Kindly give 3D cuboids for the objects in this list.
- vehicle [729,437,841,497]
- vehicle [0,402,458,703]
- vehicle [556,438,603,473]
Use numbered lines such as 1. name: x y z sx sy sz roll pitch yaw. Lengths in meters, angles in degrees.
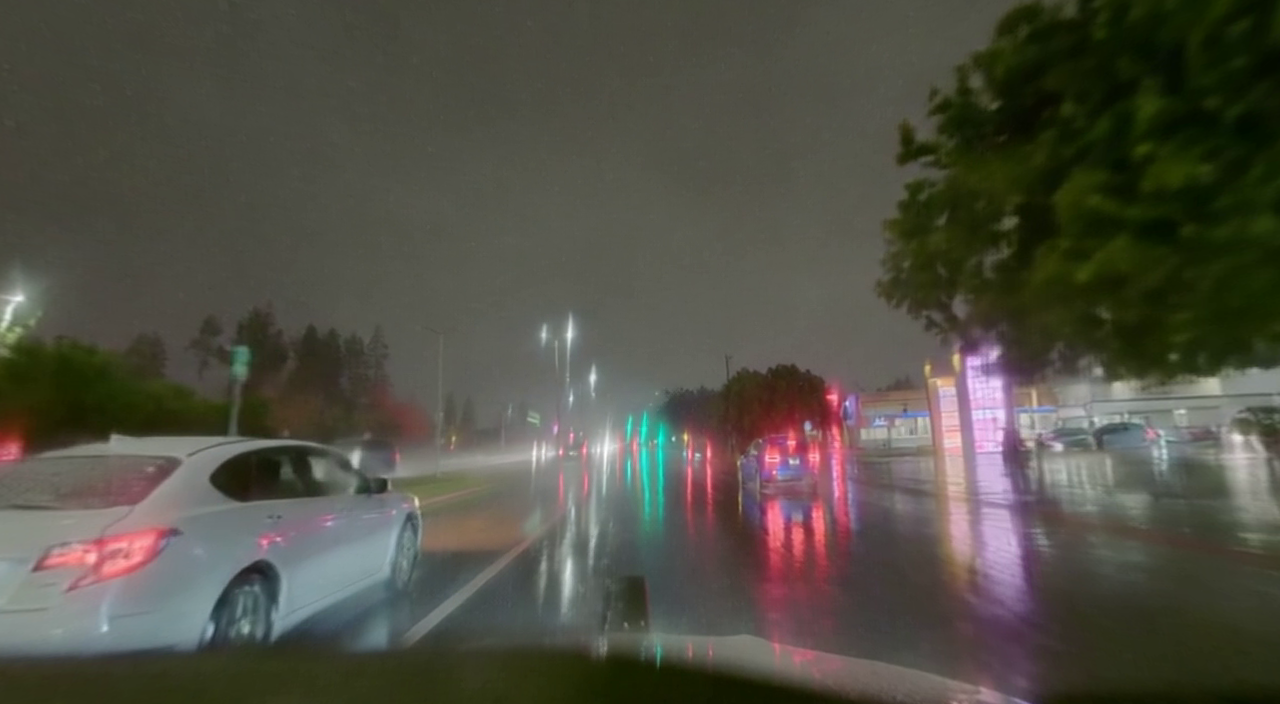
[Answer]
1. vehicle: 3.966 3.232 18.149 2.036 1.480 4.659 0 -8 -1
2. vehicle: -2.990 1.218 4.124 2.082 1.460 4.922 0 -8 1
3. vehicle: -3.134 5.461 33.569 1.981 1.731 4.360 0 -8 1
